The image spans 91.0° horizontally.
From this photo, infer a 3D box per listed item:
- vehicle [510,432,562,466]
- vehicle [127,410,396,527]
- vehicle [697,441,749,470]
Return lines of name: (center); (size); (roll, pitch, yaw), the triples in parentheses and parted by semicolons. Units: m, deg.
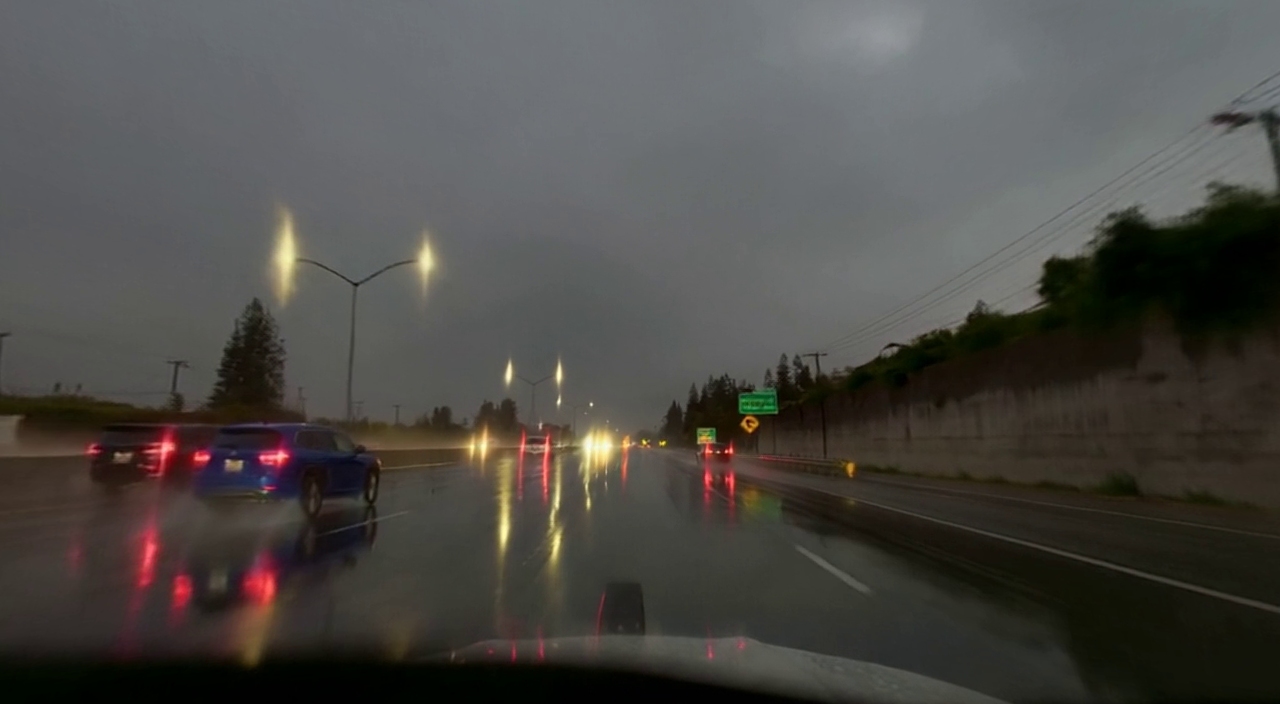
vehicle: (-6.225, 5.881, 38.223); (2.255, 1.934, 4.868); (0, -9, 1)
vehicle: (-6.487, 2.070, 11.642); (2.058, 1.698, 4.567); (0, -9, 1)
vehicle: (4.535, 5.768, 35.272); (2.251, 1.520, 4.550); (1, -9, -1)
